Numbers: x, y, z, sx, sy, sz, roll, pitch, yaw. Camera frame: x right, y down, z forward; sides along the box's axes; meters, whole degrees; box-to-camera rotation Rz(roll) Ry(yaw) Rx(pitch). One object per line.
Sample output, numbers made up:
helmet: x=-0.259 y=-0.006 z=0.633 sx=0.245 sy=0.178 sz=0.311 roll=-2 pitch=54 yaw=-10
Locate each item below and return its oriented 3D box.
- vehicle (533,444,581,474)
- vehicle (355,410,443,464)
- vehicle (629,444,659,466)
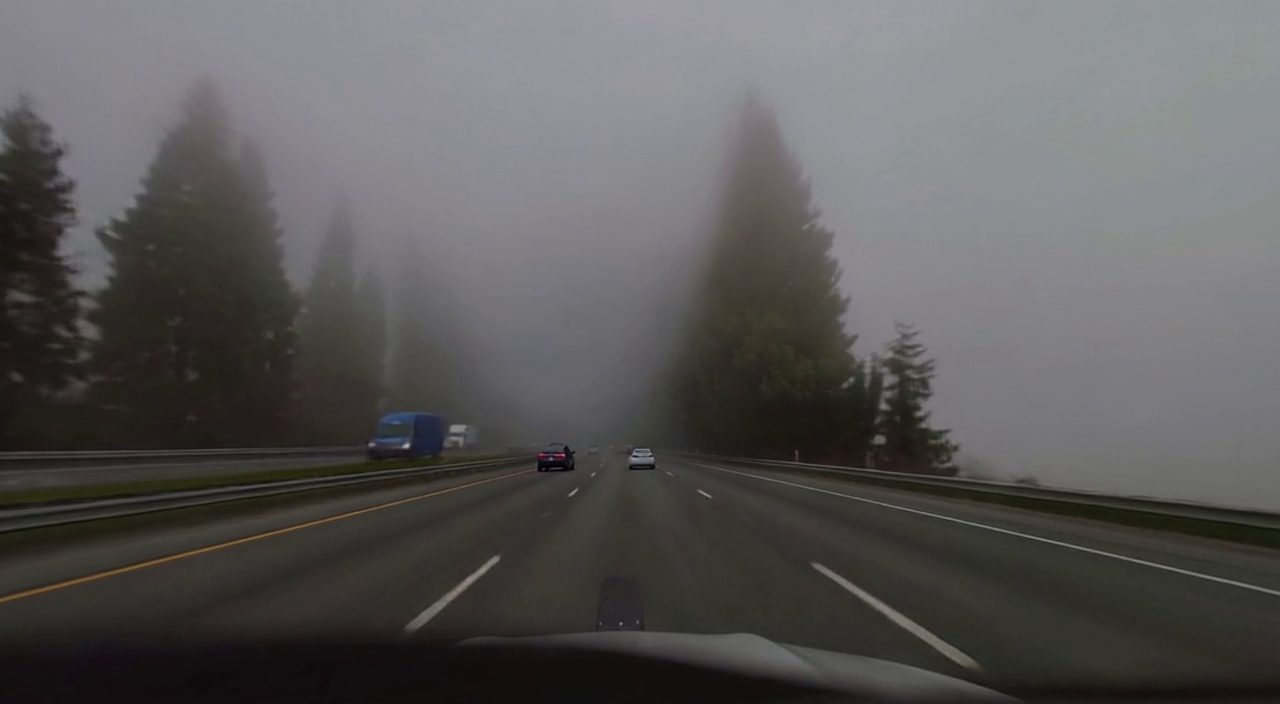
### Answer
vehicle: x=-4.356 y=5.681 z=33.772 sx=2.054 sy=1.500 sz=4.469 roll=0 pitch=-8 yaw=-1
vehicle: x=-13.433 y=4.855 z=35.806 sx=2.316 sy=2.749 sz=7.020 roll=0 pitch=-9 yaw=-1
vehicle: x=0.250 y=7.545 z=46.347 sx=2.008 sy=1.499 sz=3.192 roll=0 pitch=-9 yaw=-2
